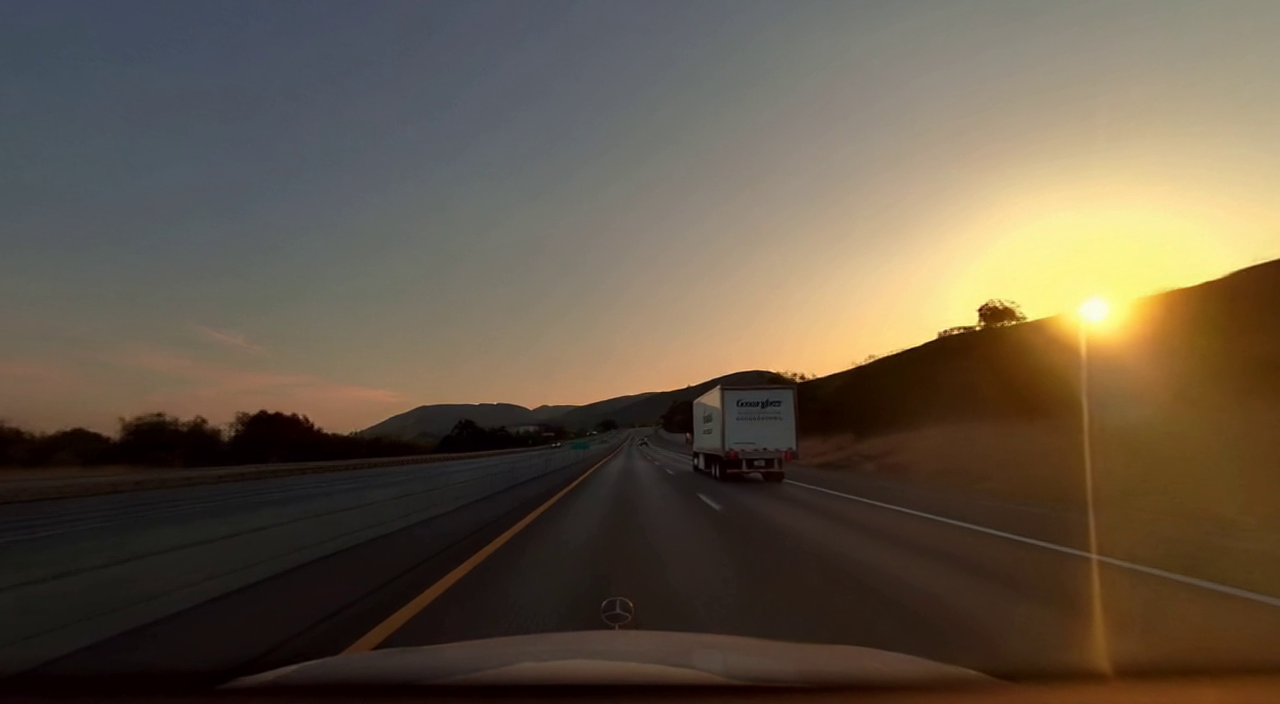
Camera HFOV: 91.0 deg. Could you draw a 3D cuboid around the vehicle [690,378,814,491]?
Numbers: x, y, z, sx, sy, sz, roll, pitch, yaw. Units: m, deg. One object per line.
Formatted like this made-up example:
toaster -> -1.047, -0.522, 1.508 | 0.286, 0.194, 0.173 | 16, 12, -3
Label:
vehicle -> 3.490, 2.853, 21.693 | 2.702, 3.193, 7.196 | 0, -8, -2
